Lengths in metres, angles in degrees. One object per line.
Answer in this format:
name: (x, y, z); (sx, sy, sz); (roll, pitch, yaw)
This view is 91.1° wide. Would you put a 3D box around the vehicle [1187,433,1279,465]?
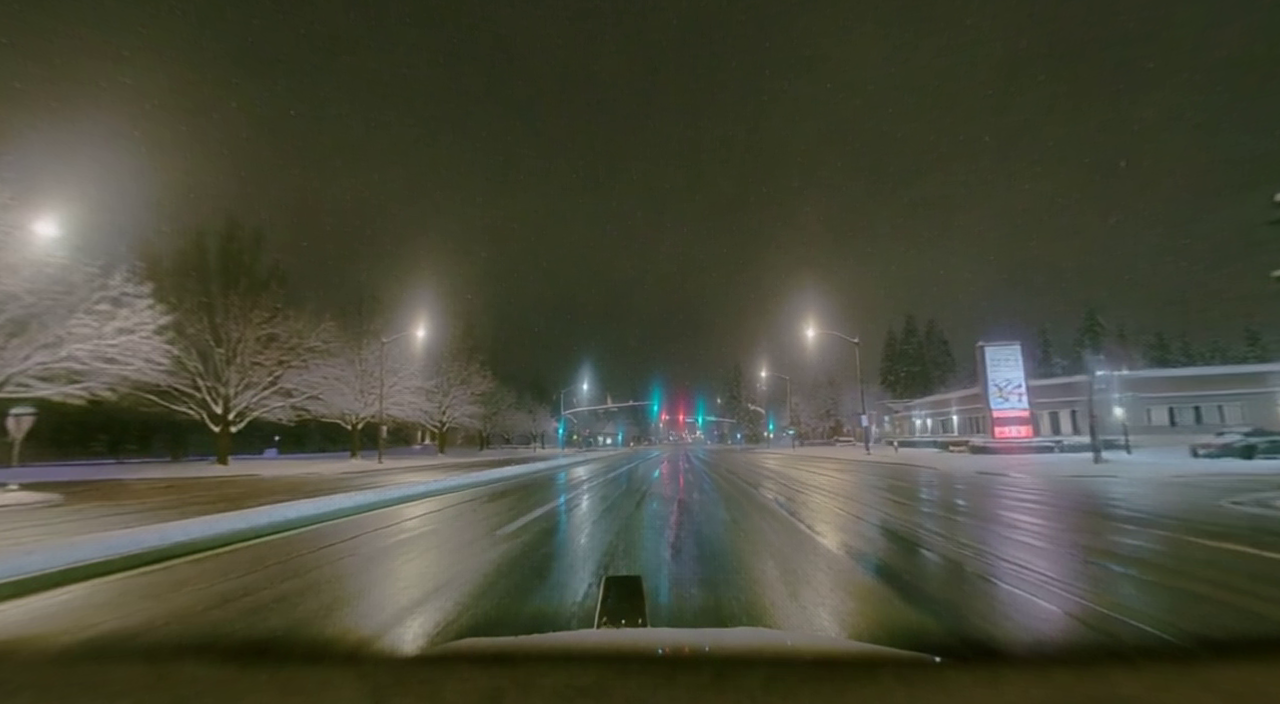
vehicle: (27.917, 4.337, 28.316); (4.440, 1.378, 1.936); (-1, -7, 6)
